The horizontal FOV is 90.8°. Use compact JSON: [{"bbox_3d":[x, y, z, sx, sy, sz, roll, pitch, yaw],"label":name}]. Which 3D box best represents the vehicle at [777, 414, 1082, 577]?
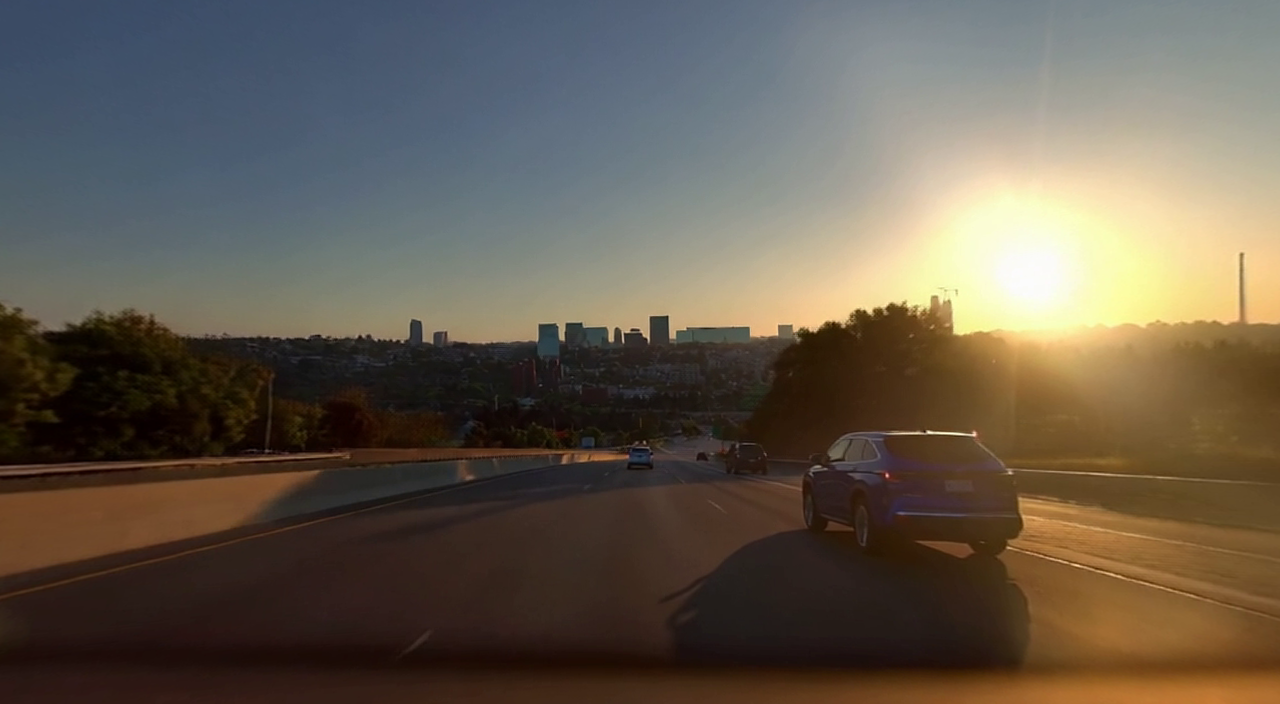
[{"bbox_3d":[3.466,1.800,8.749,2.097,1.659,4.320,0,-8,-1],"label":"vehicle"}]

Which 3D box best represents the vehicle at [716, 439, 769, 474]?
[{"bbox_3d":[7.110,7.305,44.475,2.526,2.230,6.190,0,-8,-1],"label":"vehicle"}]

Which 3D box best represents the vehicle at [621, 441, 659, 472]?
[{"bbox_3d":[-0.026,6.473,39.309,2.181,1.768,4.383,0,-8,-1],"label":"vehicle"}]
